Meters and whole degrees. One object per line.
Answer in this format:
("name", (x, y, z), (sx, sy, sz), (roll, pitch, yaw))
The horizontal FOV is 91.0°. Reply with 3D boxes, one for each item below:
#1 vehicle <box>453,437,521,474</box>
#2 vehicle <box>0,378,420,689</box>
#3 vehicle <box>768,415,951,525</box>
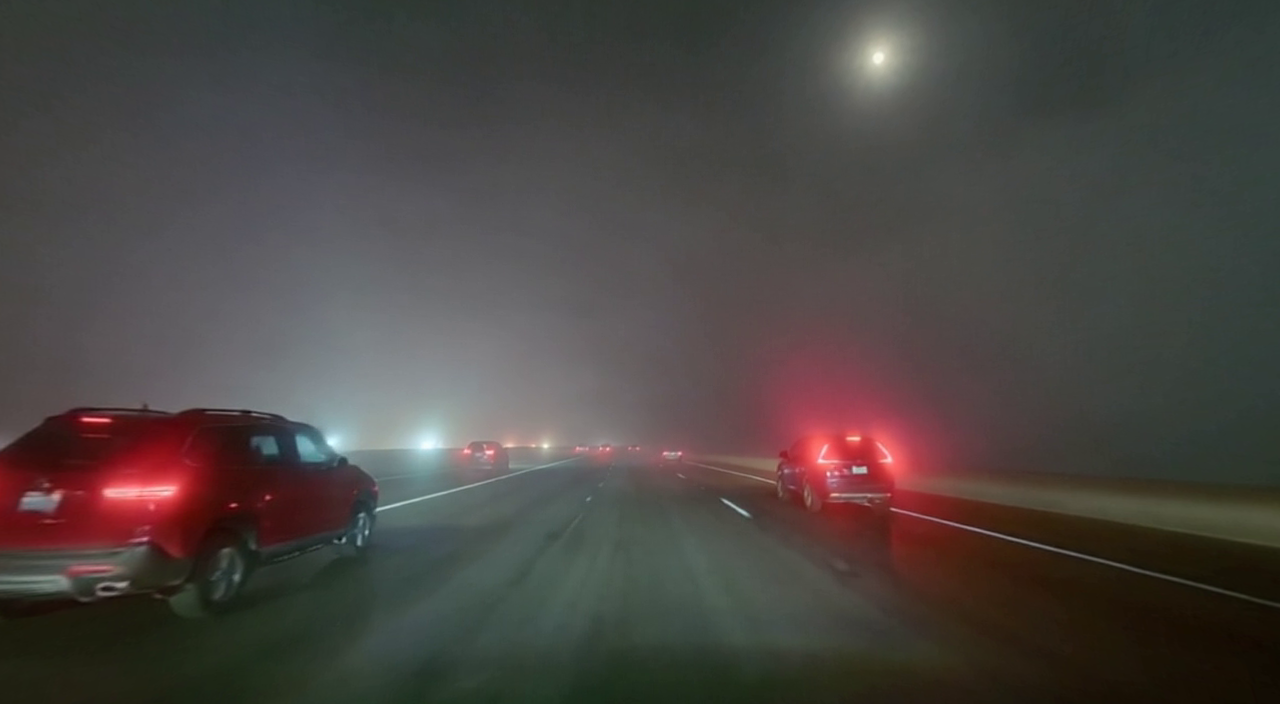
("vehicle", (-7.493, 5.113, 31.278), (2.095, 1.696, 4.680), (-1, -9, 1))
("vehicle", (-4.011, 1.360, 5.870), (2.214, 1.743, 4.465), (-1, -9, 1))
("vehicle", (4.258, 2.385, 13.250), (2.153, 1.860, 4.689), (0, -9, 0))
